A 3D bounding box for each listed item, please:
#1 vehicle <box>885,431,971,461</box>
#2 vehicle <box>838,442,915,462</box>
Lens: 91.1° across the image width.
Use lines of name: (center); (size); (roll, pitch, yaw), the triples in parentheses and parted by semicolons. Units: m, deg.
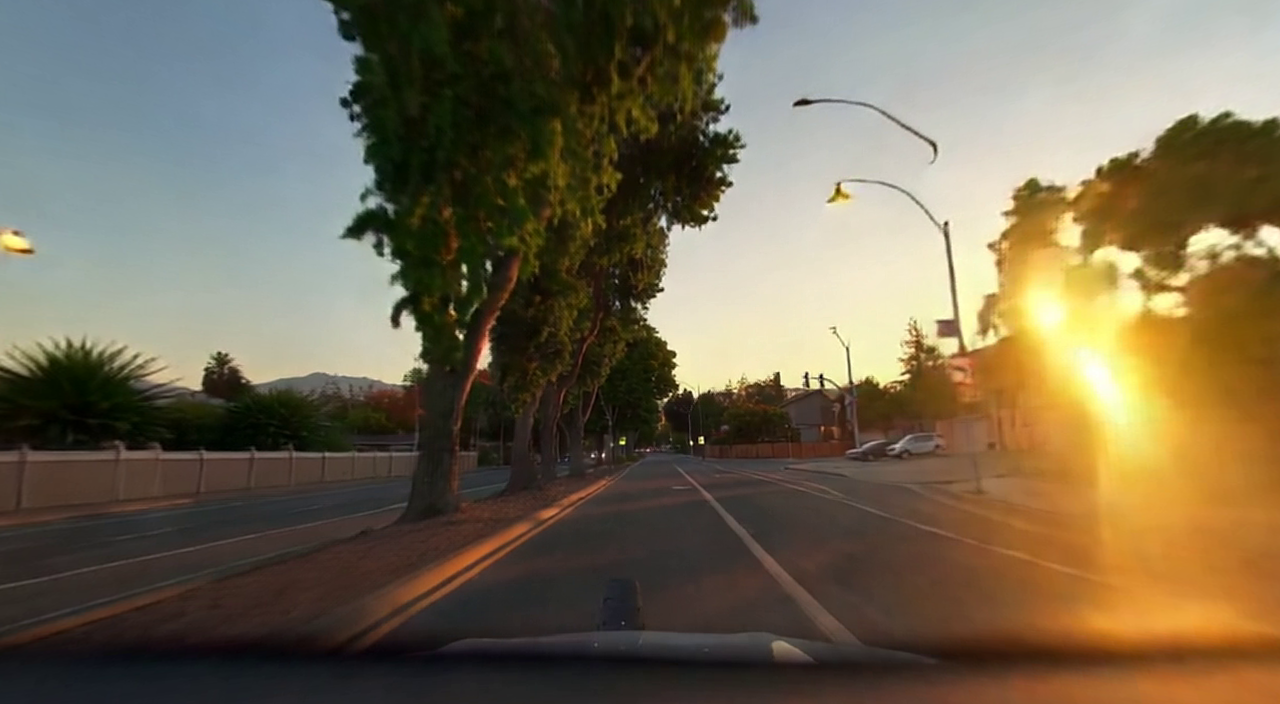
vehicle: (18.732, 6.130, 40.962); (4.611, 1.920, 2.043); (0, -8, -2)
vehicle: (18.361, 7.754, 48.852); (5.126, 1.469, 2.009); (0, -8, 0)
